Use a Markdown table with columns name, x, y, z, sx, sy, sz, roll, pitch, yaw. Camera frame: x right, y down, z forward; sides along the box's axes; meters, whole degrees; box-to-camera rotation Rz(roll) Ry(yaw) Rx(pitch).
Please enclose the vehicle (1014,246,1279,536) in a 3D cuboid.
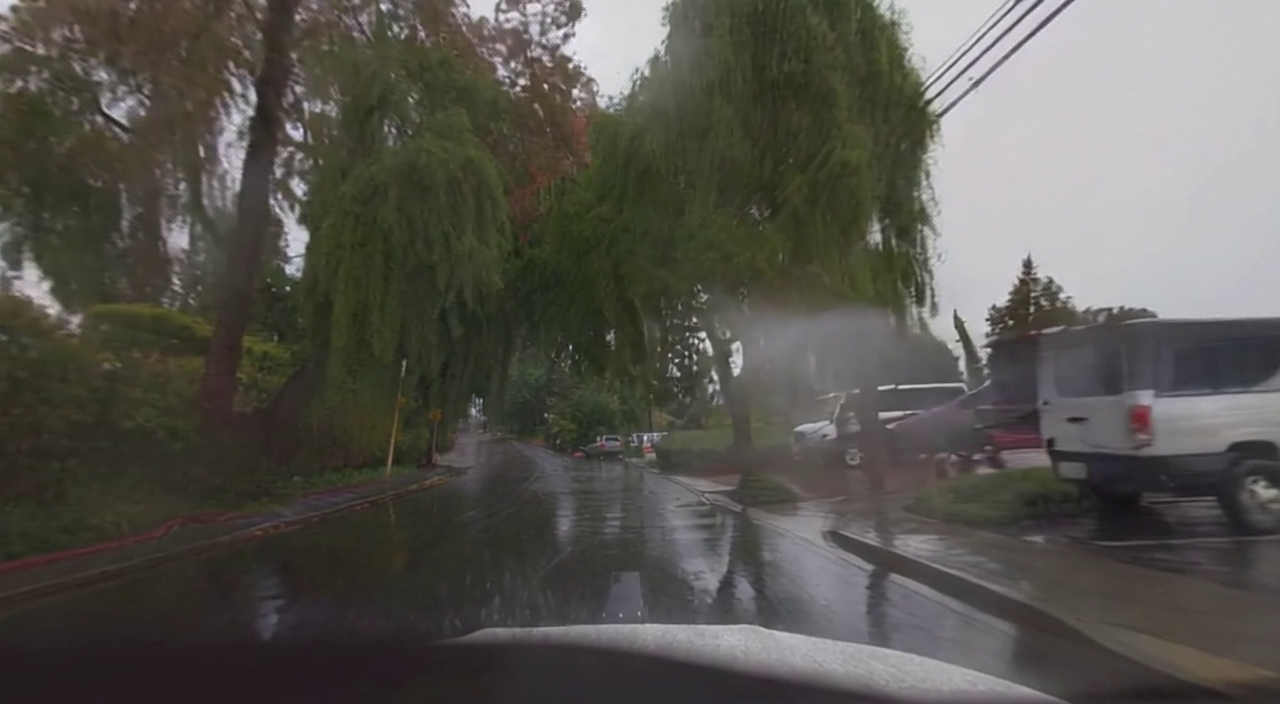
| name | x | y | z | sx | sy | sz | roll | pitch | yaw |
| --- | --- | --- | --- | --- | --- | --- | --- | --- | --- |
| vehicle | 6.972 | 0.576 | 7.009 | 5.269 | 2.289 | 2.446 | 5 | -10 | -30 |
